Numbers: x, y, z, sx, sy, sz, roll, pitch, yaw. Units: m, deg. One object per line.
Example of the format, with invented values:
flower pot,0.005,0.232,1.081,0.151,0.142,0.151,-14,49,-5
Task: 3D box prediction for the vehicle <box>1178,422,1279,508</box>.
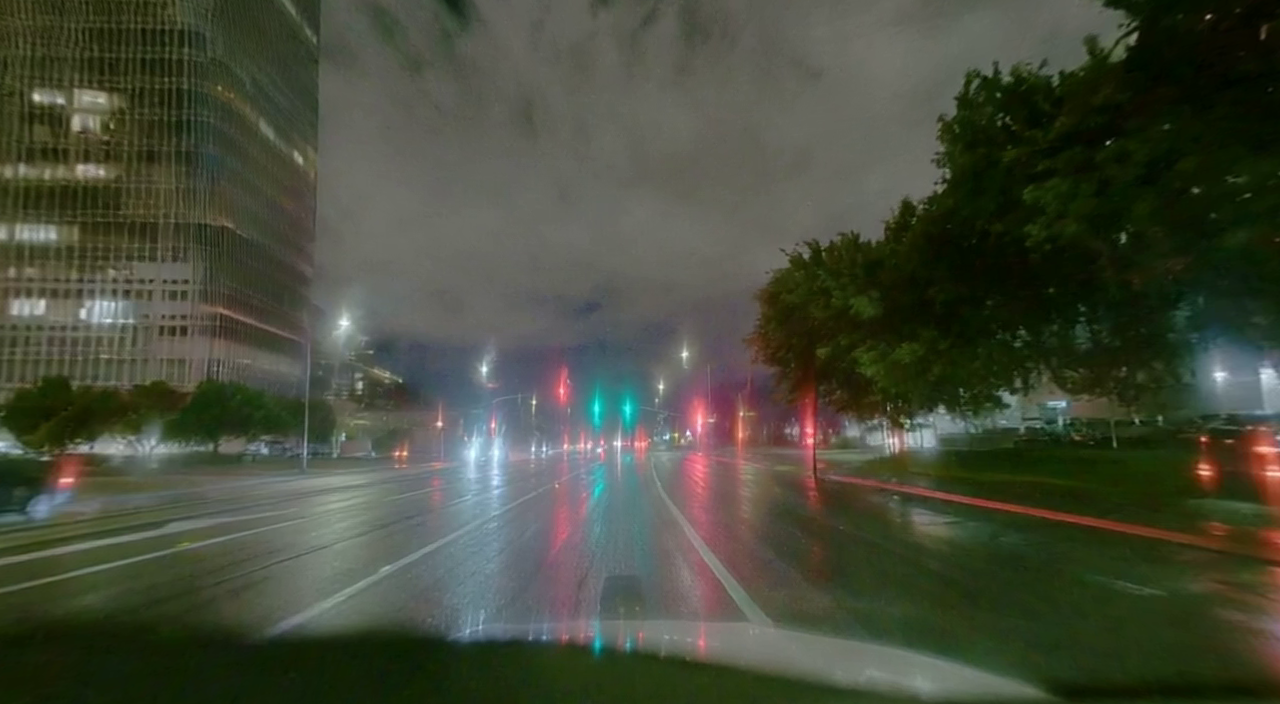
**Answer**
vehicle,12.895,2.054,11.698,3.922,1.449,2.033,0,-9,1
